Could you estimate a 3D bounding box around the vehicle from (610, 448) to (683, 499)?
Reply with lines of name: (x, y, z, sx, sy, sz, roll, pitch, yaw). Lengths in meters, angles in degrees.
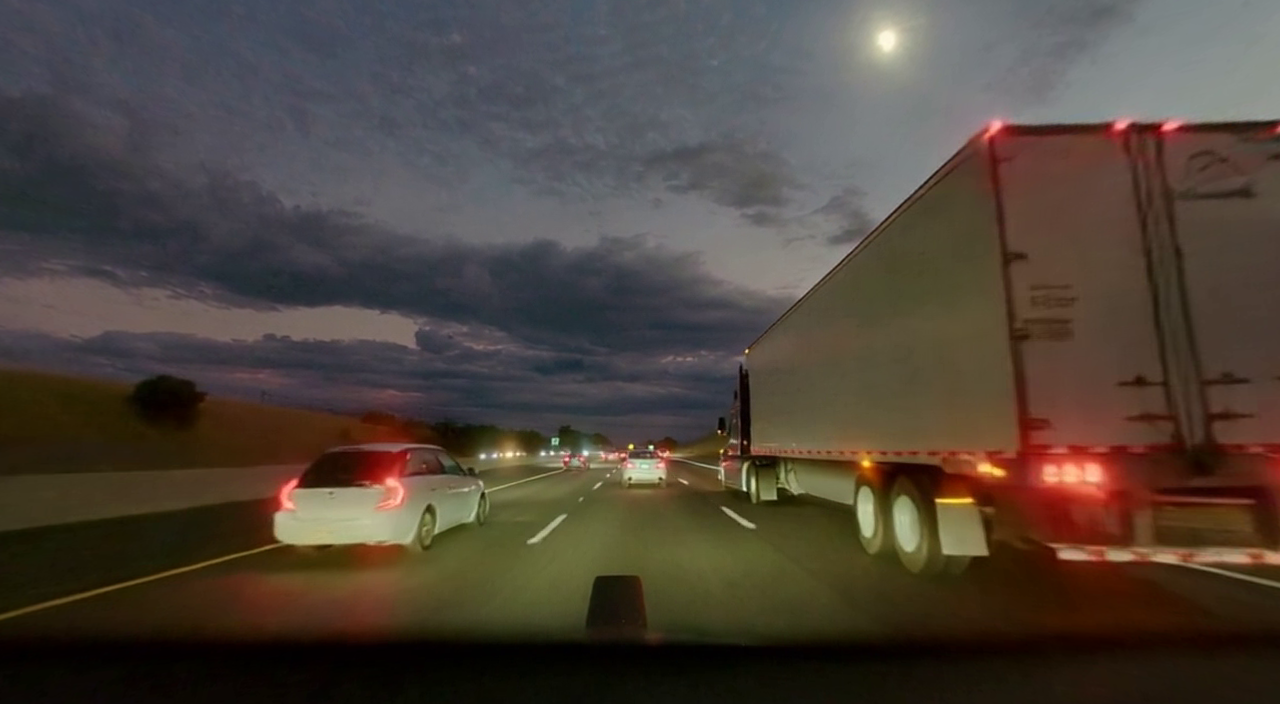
vehicle: (0.149, 3.703, 19.557, 2.023, 1.400, 4.028, 0, -9, -1)

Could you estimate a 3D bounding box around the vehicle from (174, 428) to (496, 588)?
vehicle: (-3.569, 1.910, 8.563, 2.153, 1.581, 4.375, 0, -9, 0)

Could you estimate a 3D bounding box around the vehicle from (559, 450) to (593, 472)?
vehicle: (-4.494, 7.728, 44.924, 2.017, 1.460, 4.382, 0, -9, -1)

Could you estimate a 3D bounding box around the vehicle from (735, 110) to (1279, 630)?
vehicle: (4.455, 1.119, 12.034, 2.905, 4.109, 14.332, 0, -9, -1)
